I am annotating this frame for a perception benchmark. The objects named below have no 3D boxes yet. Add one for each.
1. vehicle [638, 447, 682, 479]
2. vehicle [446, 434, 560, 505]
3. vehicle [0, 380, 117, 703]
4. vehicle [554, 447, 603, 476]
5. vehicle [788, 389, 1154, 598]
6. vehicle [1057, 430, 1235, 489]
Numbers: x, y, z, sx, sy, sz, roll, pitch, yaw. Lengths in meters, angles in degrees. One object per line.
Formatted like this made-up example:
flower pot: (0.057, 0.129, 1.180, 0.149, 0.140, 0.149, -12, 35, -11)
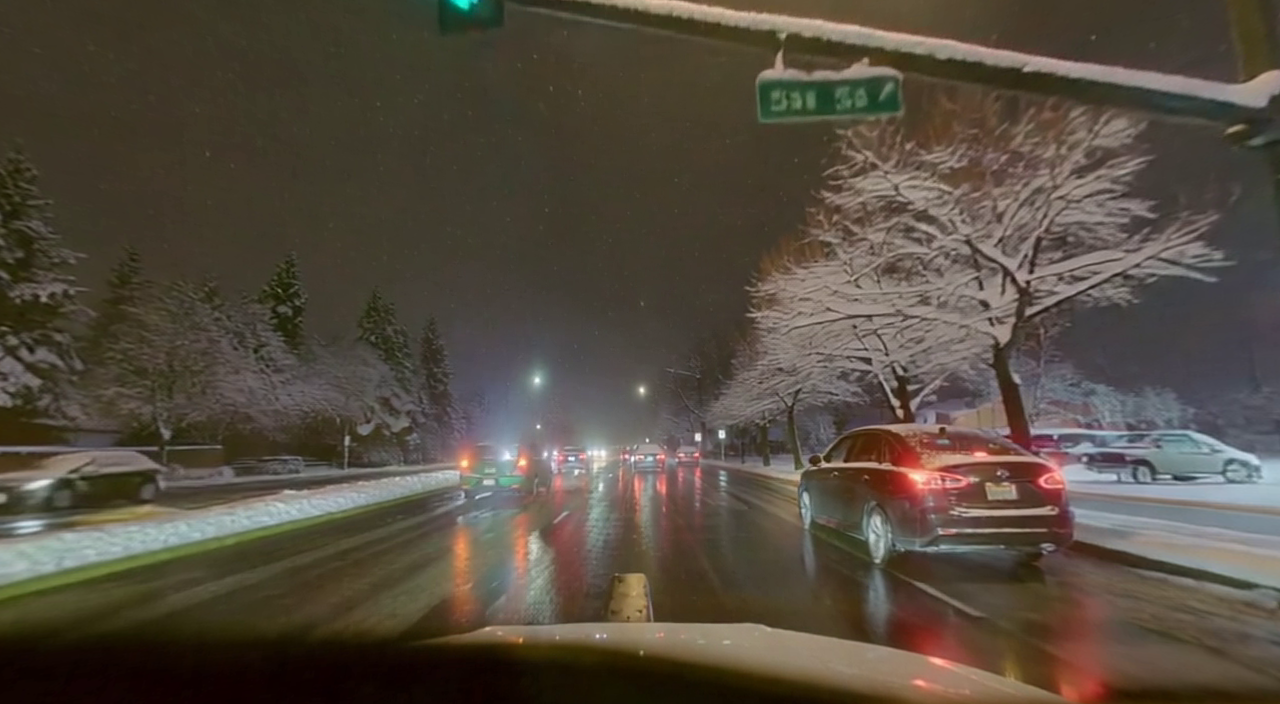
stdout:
vehicle: (0.897, 5.340, 30.694, 1.994, 1.433, 3.894, 0, -8, -1)
vehicle: (-3.613, 3.204, 17.710, 2.023, 1.687, 4.874, 0, -9, 1)
vehicle: (-3.495, 0.606, 0.570, 2.095, 1.517, 4.512, 0, -9, 1)
vehicle: (-3.183, 5.790, 33.603, 1.995, 1.436, 4.500, 0, -8, 2)
vehicle: (3.436, 1.570, 7.845, 1.992, 1.805, 4.549, 0, -9, -1)
vehicle: (16.732, 3.571, 21.290, 2.110, 1.744, 4.928, -1, -8, 3)
